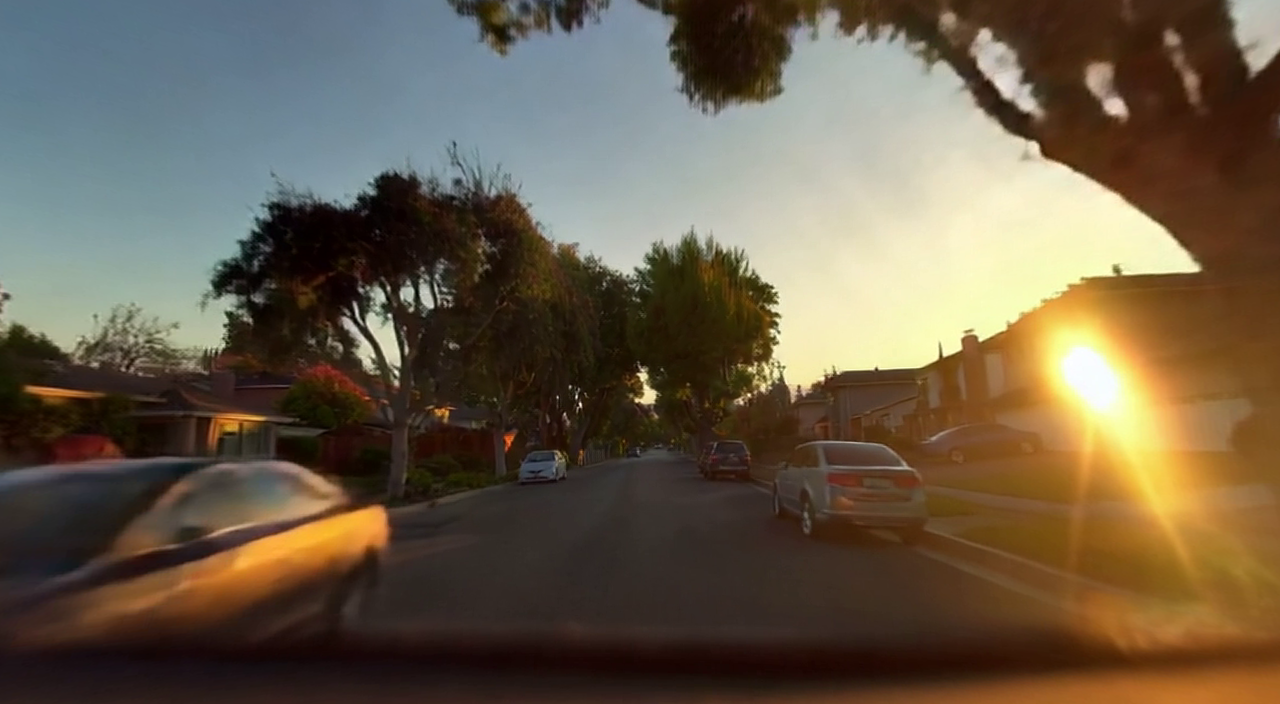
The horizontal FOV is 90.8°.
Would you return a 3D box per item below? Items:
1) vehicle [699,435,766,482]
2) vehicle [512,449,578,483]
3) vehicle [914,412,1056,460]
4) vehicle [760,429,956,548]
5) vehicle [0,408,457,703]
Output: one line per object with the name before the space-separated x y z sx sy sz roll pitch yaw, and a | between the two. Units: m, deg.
vehicle | 4.108 4.856 29.057 2.350 1.912 5.696 0 -8 1
vehicle | -4.336 5.303 29.563 2.234 1.377 4.413 -2 -10 3
vehicle | 13.581 3.317 25.173 4.310 1.805 2.289 -1 -7 6
vehicle | 3.545 2.296 11.431 2.079 1.651 4.783 0 -8 3
vehicle | -2.781 1.165 3.441 2.104 1.497 4.781 0 -8 0
